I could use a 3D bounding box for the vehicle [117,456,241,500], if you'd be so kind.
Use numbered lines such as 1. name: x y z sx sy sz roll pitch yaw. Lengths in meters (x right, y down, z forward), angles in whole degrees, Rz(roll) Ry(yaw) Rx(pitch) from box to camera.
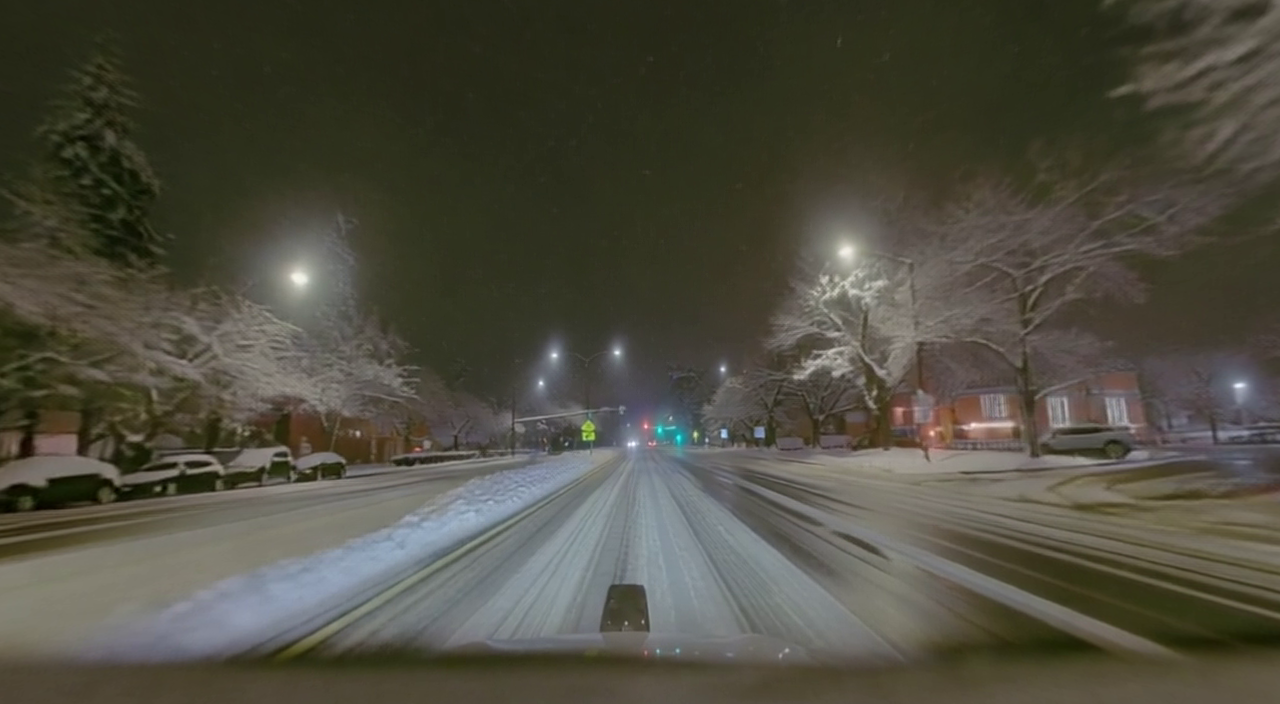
1. vehicle: -18.197 4.958 25.166 1.736 1.489 4.347 0 -8 -2

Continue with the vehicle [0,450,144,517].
1. vehicle: -18.196 3.914 19.300 2.115 1.716 4.900 0 -8 -2

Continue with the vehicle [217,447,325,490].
1. vehicle: -17.817 5.581 30.799 1.941 1.848 5.279 -1 -8 2

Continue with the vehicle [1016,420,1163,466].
1. vehicle: 22.195 4.503 31.286 5.532 2.065 2.166 -1 -8 0
